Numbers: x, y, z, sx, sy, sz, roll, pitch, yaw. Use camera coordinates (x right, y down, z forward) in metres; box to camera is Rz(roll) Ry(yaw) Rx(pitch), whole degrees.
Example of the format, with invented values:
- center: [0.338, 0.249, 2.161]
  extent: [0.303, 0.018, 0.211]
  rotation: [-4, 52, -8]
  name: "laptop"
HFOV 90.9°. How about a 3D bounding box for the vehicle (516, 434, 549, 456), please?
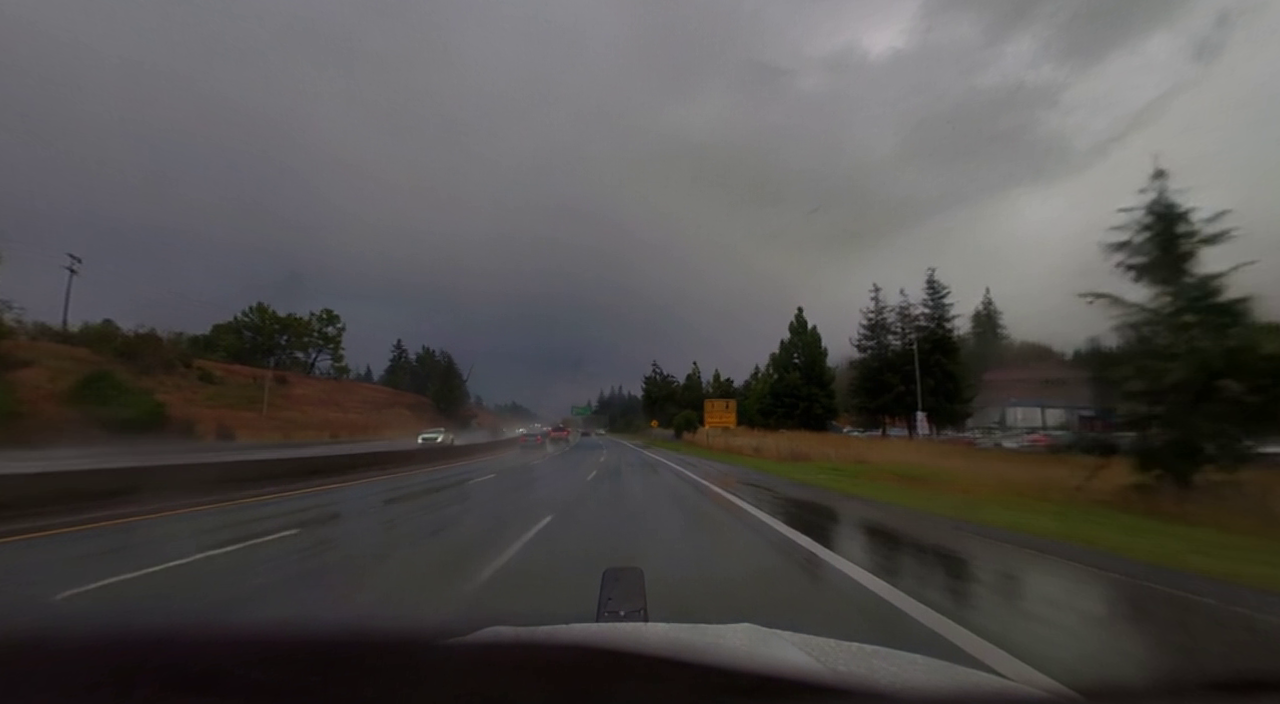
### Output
- center: [-8.205, 7.135, 48.378]
  extent: [1.931, 1.608, 3.977]
  rotation: [0, -8, -2]
  name: "vehicle"
